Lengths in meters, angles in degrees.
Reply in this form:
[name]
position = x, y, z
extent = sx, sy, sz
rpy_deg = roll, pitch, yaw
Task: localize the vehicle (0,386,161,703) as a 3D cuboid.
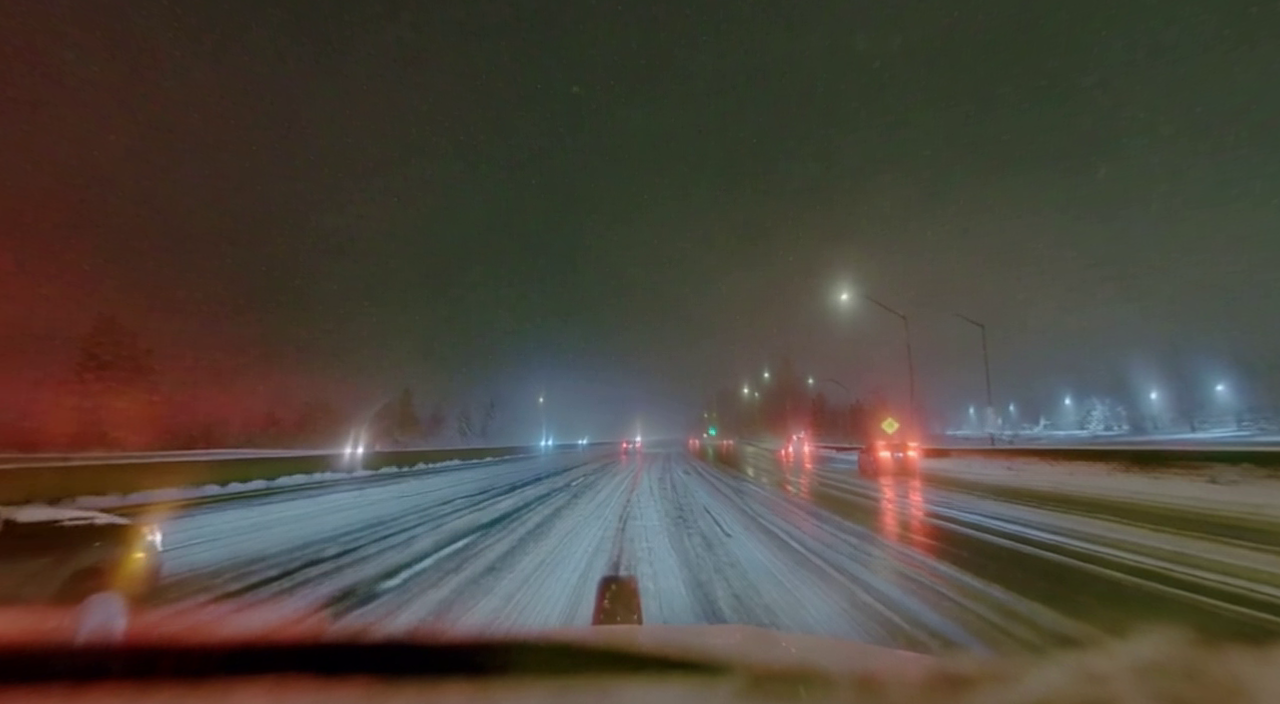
[vehicle]
position = -3.816, 0.688, 1.104
extent = 1.984, 1.553, 5.065
rpy_deg = 0, -8, 0
